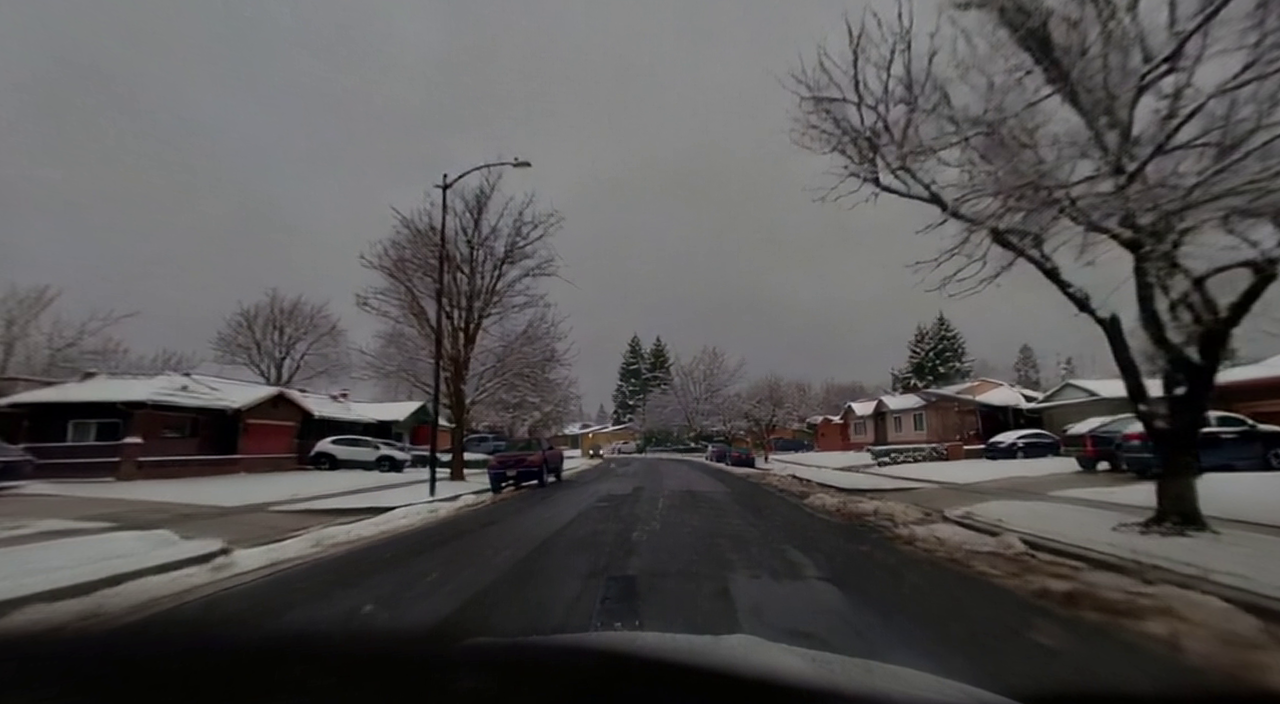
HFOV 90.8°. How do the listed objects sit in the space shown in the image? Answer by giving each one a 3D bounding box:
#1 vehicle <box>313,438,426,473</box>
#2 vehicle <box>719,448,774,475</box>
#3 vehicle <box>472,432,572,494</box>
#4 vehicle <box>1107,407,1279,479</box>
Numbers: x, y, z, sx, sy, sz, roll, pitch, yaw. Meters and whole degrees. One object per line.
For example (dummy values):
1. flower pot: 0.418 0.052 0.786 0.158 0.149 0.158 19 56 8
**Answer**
1. vehicle: -11.782 4.521 27.832 4.376 1.458 2.046 3 -8 -19
2. vehicle: 6.097 6.357 36.834 1.984 1.437 4.726 1 -9 -5
3. vehicle: -3.857 3.685 21.664 2.215 1.859 4.765 0 -8 4
4. vehicle: 14.939 2.355 16.425 4.384 1.688 1.956 2 -8 -13
